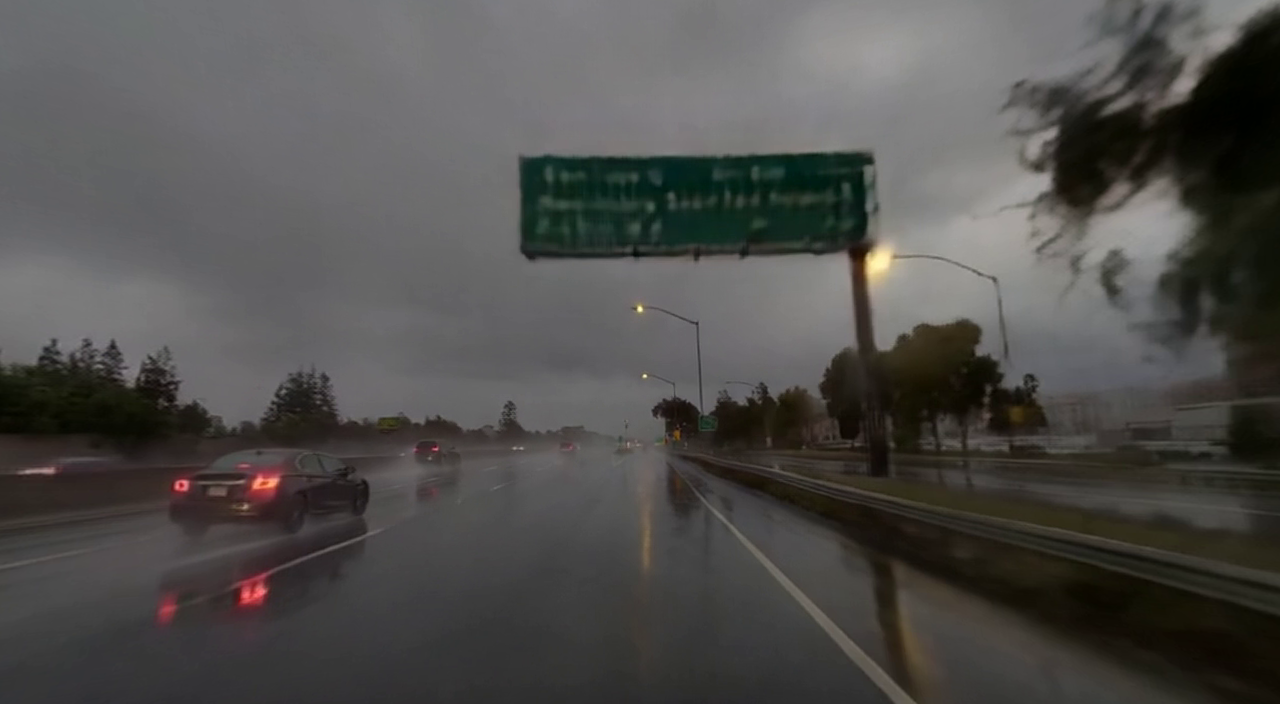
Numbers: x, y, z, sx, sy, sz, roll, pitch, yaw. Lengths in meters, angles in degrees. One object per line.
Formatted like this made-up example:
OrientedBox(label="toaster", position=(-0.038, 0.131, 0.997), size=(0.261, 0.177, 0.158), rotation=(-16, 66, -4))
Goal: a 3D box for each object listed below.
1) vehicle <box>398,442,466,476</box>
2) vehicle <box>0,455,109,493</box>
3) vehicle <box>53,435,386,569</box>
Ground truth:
OrientedBox(label="vehicle", position=(-11.288, 5.834, 34.730), size=(2.126, 1.671, 5.173), rotation=(0, -9, -2))
OrientedBox(label="vehicle", position=(-28.167, 5.748, 30.036), size=(1.912, 1.503, 4.788), rotation=(0, -8, -3))
OrientedBox(label="vehicle", position=(-5.727, 2.063, 9.594), size=(1.940, 1.479, 4.777), rotation=(0, -9, -3))
